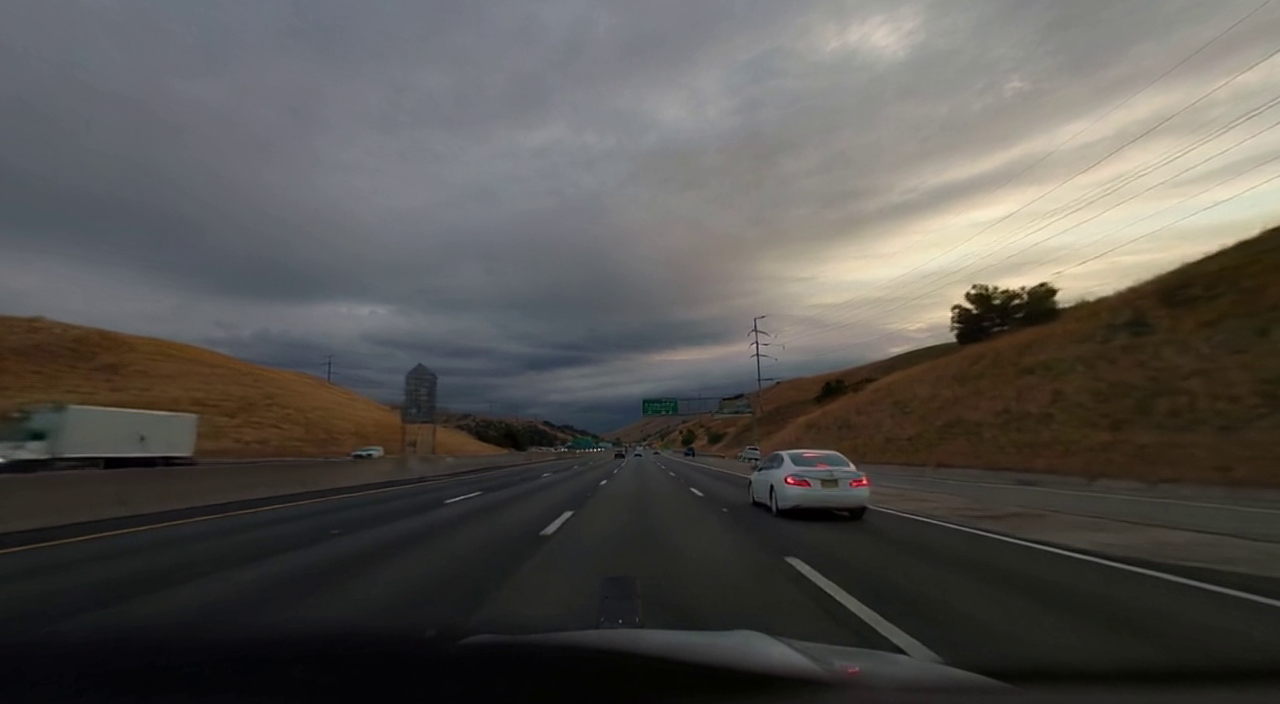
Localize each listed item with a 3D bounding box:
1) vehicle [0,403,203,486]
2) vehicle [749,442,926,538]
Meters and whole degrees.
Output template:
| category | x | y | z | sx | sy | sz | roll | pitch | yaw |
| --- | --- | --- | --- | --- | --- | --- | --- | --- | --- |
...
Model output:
| category | x | y | z | sx | sy | sz | roll | pitch | yaw |
| --- | --- | --- | --- | --- | --- | --- | --- | --- | --- |
| vehicle | -25.448 | 4.339 | 29.613 | 2.932 | 3.269 | 9.533 | 0 | -8 | 0 |
| vehicle | 3.618 | 2.586 | 12.532 | 2.086 | 1.542 | 4.355 | 0 | -8 | 0 |
